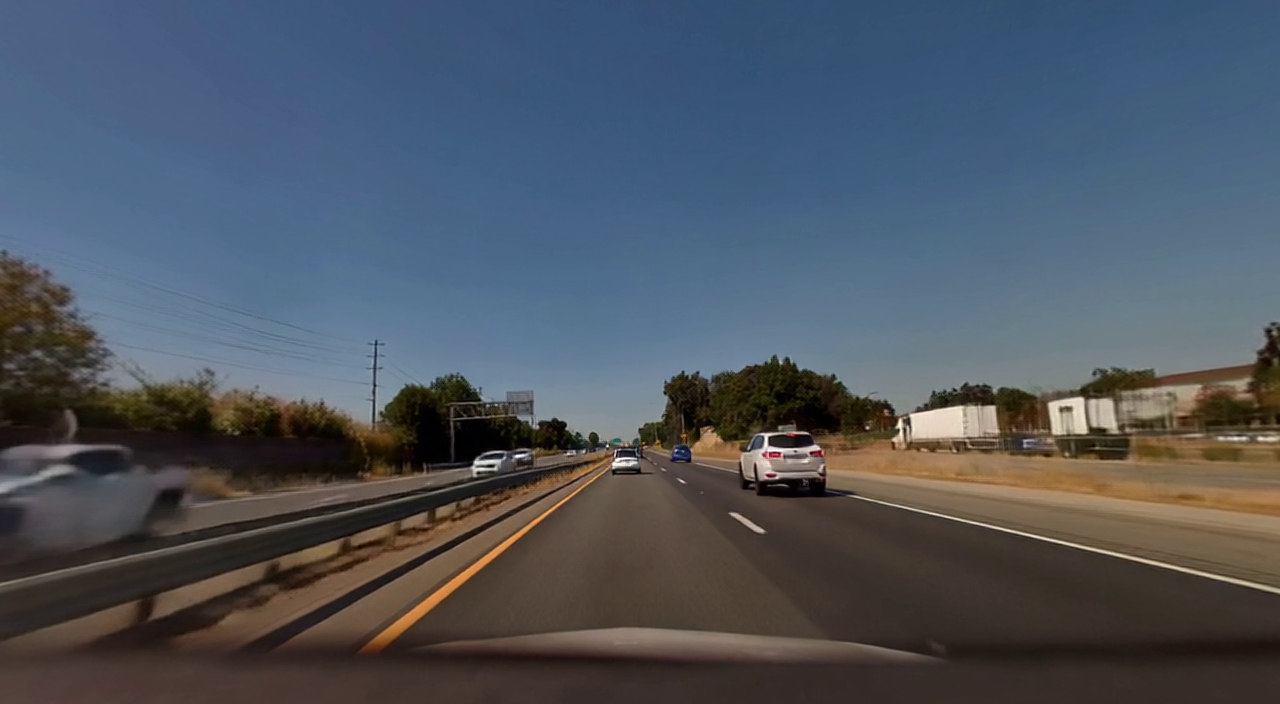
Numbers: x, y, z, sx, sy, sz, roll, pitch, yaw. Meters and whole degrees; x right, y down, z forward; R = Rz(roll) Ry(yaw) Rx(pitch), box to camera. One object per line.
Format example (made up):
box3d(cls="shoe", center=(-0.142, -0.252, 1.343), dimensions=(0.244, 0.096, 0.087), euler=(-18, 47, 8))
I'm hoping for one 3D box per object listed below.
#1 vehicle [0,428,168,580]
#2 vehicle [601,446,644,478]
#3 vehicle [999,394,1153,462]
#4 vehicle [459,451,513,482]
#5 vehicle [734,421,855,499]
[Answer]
box3d(cls="vehicle", center=(-8.939, 1.947, 8.175), dimensions=(2.126, 1.851, 4.357), euler=(0, -9, 0))
box3d(cls="vehicle", center=(-0.863, 5.487, 31.581), dimensions=(2.029, 1.483, 3.769), euler=(0, -9, -1))
box3d(cls="vehicle", center=(27.064, 4.965, 39.830), dimensions=(2.971, 3.746, 10.126), euler=(-1, -9, 3))
box3d(cls="vehicle", center=(-8.507, 6.340, 34.969), dimensions=(1.896, 1.519, 4.372), euler=(0, -9, 0))
box3d(cls="vehicle", center=(4.308, 3.133, 18.456), dimensions=(2.261, 1.952, 4.784), euler=(0, -9, -1))
